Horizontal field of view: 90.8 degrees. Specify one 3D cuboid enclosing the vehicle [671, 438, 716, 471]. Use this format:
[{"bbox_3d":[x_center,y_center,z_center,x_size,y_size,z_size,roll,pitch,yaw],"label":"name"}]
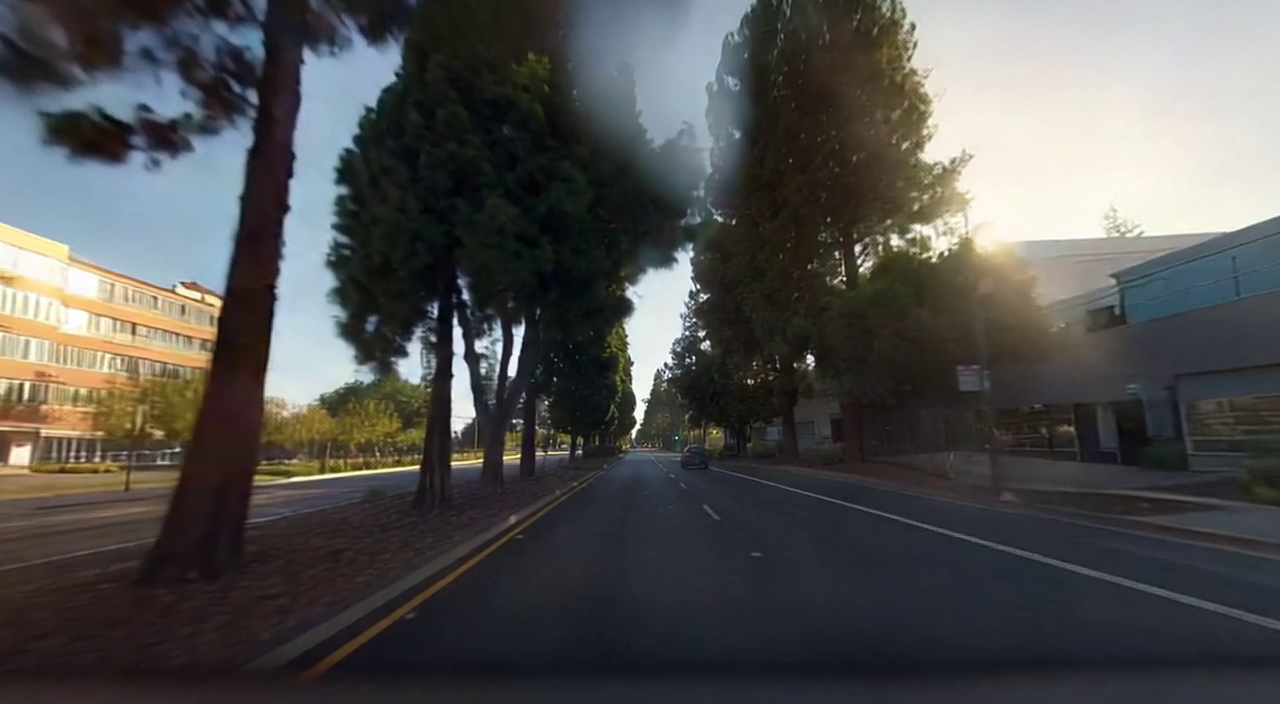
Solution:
[{"bbox_3d":[3.122,6.131,38.090,2.085,1.828,5.383,0,-8,-1],"label":"vehicle"}]
